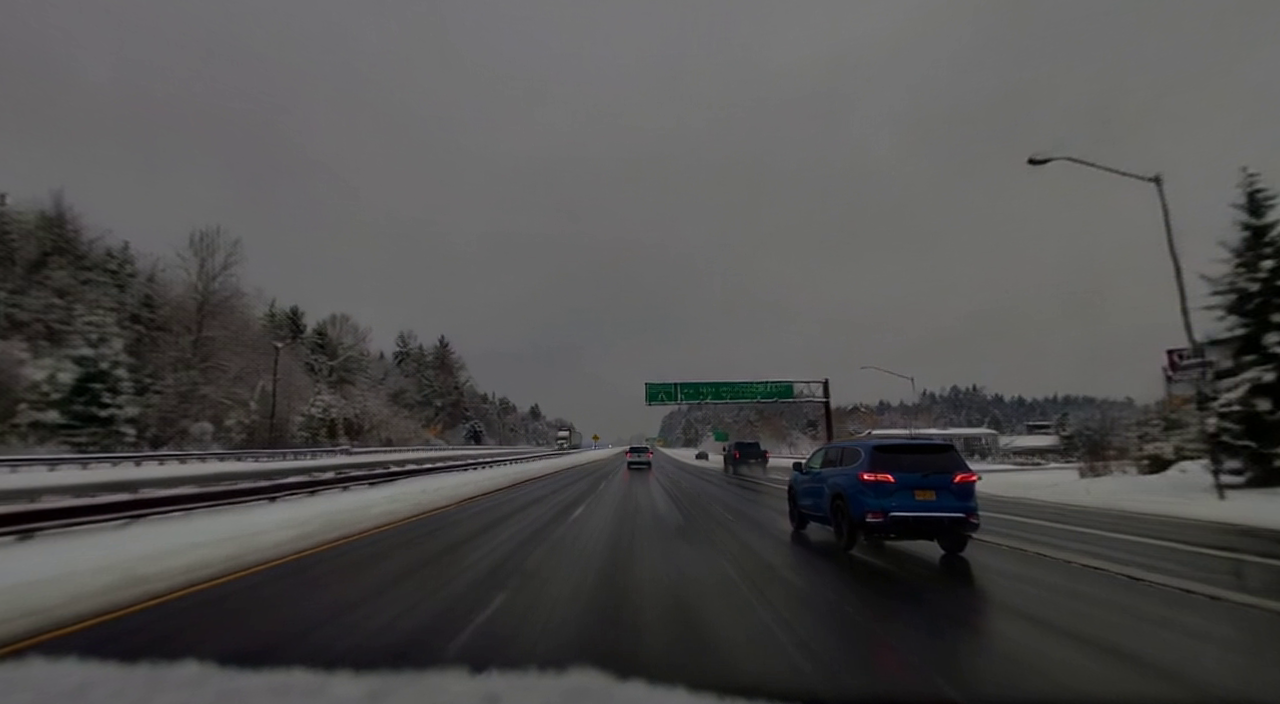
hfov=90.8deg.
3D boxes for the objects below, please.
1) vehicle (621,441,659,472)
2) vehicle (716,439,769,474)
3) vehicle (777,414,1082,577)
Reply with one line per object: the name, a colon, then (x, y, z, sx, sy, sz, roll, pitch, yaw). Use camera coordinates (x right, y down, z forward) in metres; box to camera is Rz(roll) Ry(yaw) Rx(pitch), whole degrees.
vehicle: (-0.026, 6.473, 39.309, 2.181, 1.768, 4.383, 0, -8, -1)
vehicle: (7.110, 7.305, 44.475, 2.526, 2.230, 6.190, 0, -8, -1)
vehicle: (3.466, 1.800, 8.749, 2.097, 1.659, 4.320, 0, -8, -1)
